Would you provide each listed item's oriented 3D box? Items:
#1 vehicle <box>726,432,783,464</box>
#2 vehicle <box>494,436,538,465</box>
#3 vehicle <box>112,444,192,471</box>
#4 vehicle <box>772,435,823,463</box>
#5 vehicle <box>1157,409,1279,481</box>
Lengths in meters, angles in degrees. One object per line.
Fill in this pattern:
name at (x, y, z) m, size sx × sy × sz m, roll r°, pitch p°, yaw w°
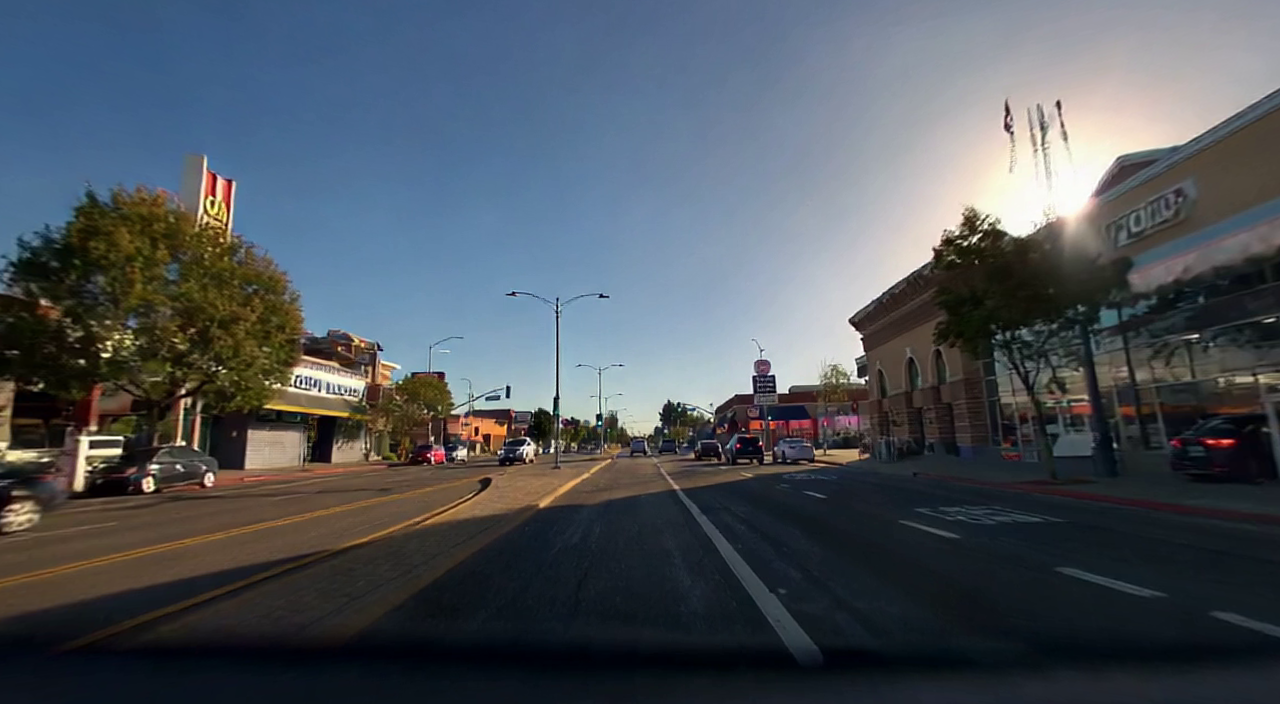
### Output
vehicle at (6.312, 5.387, 35.380) m, size 1.974 × 1.679 × 4.611 m, roll 0°, pitch -9°, yaw -4°
vehicle at (-7.991, 6.428, 41.271) m, size 1.946 × 1.794 × 4.799 m, roll 0°, pitch -9°, yaw -1°
vehicle at (-34.133, 7.457, 44.396) m, size 1.821 × 1.531 × 4.703 m, roll -3°, pitch -13°, yaw 0°
vehicle at (9.854, 6.136, 39.946) m, size 2.019 × 1.694 × 4.491 m, roll 0°, pitch -9°, yaw -1°
vehicle at (17.162, 2.531, 17.255) m, size 4.353 × 1.813 × 1.836 m, roll 0°, pitch -9°, yaw -1°
